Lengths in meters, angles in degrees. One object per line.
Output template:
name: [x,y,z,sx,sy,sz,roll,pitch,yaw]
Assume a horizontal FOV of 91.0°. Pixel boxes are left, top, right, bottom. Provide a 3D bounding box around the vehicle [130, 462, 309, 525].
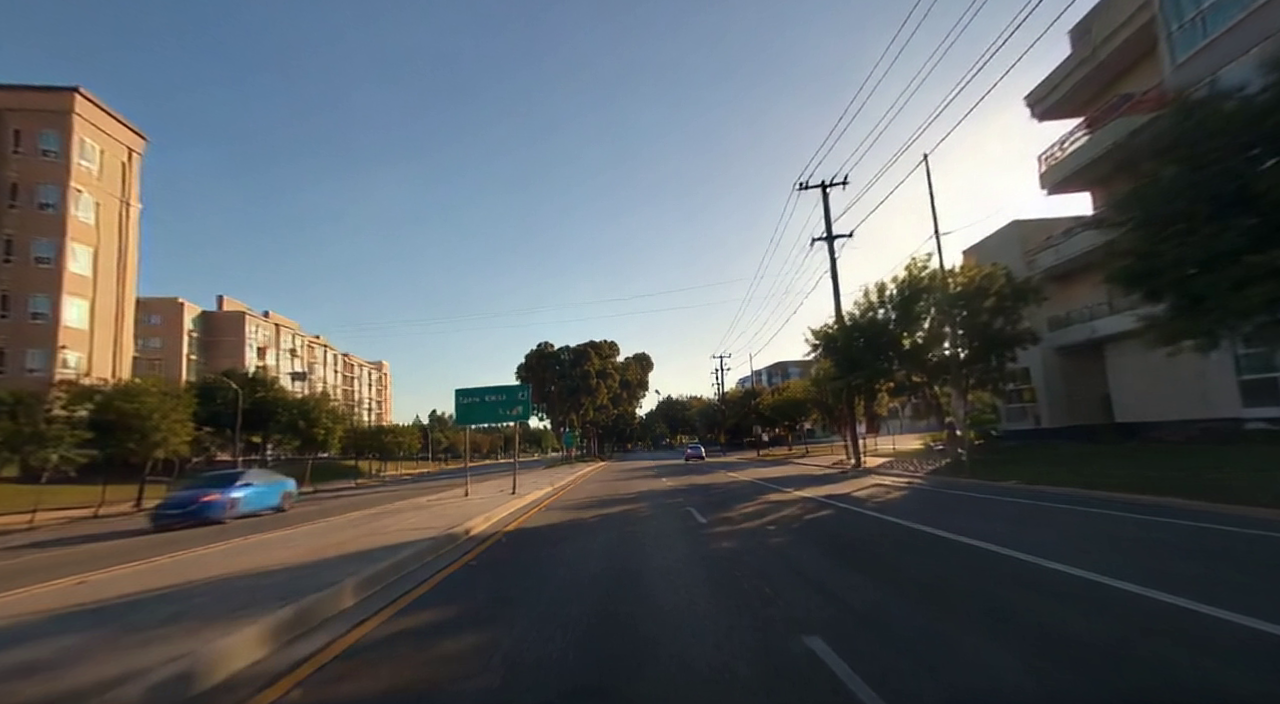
vehicle: [-12.155,4.091,18.687,2.116,1.470,4.581,-1,-9,0]
